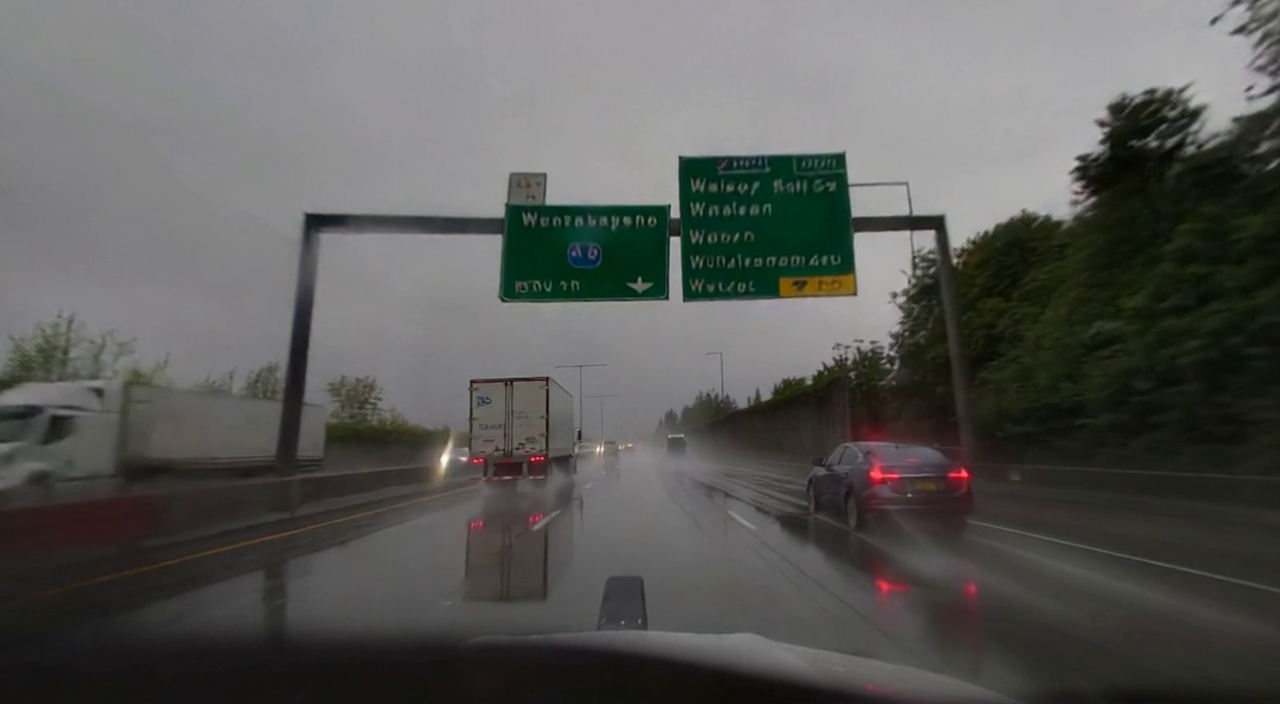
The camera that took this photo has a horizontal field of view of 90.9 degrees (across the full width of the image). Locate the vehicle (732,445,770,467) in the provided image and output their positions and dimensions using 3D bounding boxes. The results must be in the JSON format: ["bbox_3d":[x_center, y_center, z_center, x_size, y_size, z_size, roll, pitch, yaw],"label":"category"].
[{"bbox_3d":[7.987,7.511,45.573,1.876,1.475,4.185,0,-9,-1],"label":"vehicle"}]

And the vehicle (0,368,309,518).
[{"bbox_3d":[-19.133,3.732,25.009,3.205,4.080,16.329,-2,-9,0],"label":"vehicle"}]

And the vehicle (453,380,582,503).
[{"bbox_3d":[-3.515,2.839,19.910,2.667,3.195,6.731,0,-9,0],"label":"vehicle"}]

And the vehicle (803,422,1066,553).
[{"bbox_3d":[4.066,1.941,9.632,1.983,1.545,4.038,0,-9,-1],"label":"vehicle"}]
